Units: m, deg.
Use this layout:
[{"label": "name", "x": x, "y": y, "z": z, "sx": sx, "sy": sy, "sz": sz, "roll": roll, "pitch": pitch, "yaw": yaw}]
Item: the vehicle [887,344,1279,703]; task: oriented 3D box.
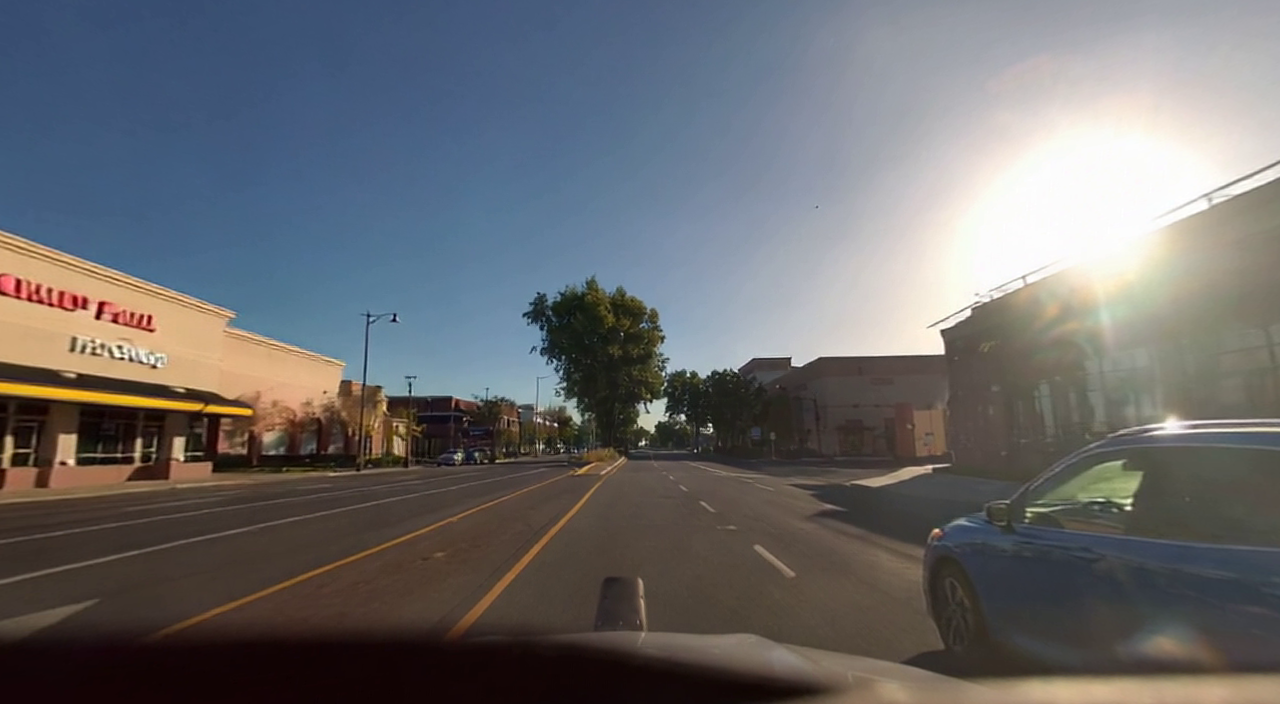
[{"label": "vehicle", "x": 3.028, "y": 0.867, "z": 2.476, "sx": 2.015, "sy": 1.641, "sz": 4.995, "roll": 0, "pitch": -8, "yaw": -1}]
